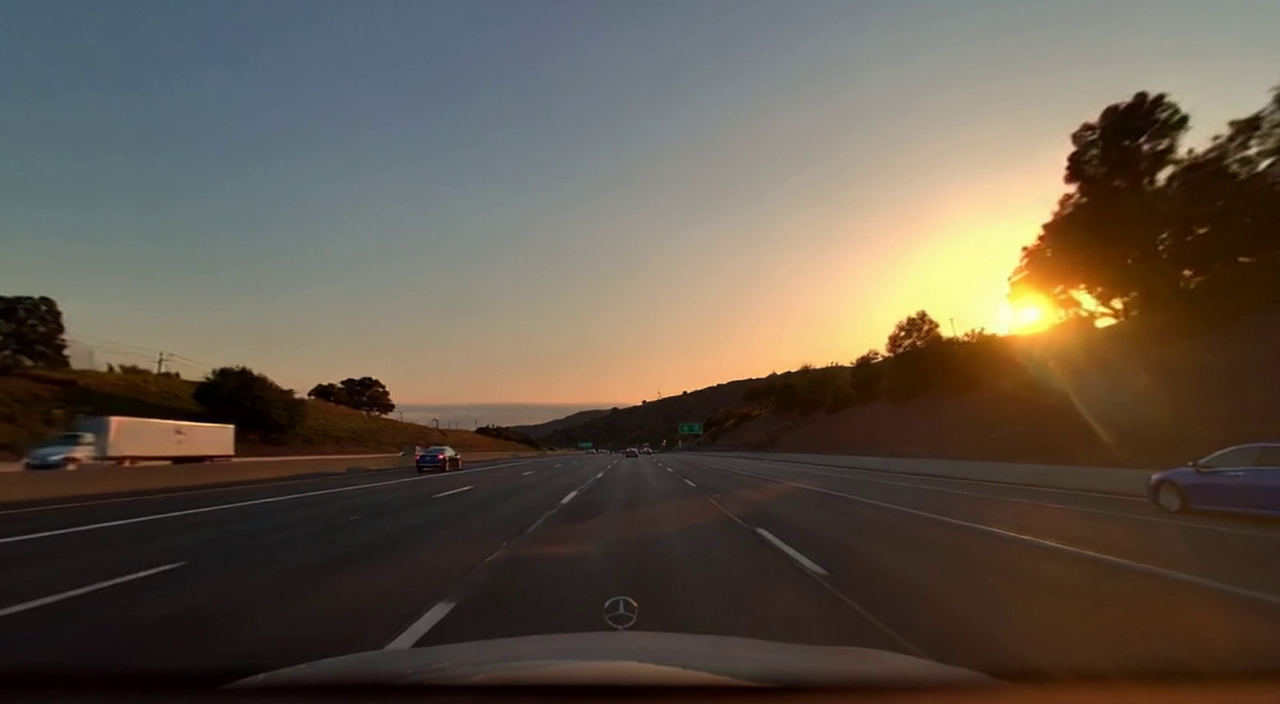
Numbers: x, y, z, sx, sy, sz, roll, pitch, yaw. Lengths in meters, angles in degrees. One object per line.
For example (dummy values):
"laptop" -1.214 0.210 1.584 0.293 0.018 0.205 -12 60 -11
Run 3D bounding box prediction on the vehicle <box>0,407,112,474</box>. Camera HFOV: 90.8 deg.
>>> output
"vehicle" -38.126 5.570 39.488 2.992 3.840 8.262 0 -9 0

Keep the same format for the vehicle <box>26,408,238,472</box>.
"vehicle" -38.243 6.947 49.359 2.915 4.090 16.659 0 -9 0

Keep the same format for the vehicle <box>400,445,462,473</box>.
"vehicle" -11.327 5.818 34.568 1.921 1.452 4.429 0 -9 0

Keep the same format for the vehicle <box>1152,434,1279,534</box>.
"vehicle" 10.594 1.983 9.483 1.985 1.493 4.486 0 -9 -1
